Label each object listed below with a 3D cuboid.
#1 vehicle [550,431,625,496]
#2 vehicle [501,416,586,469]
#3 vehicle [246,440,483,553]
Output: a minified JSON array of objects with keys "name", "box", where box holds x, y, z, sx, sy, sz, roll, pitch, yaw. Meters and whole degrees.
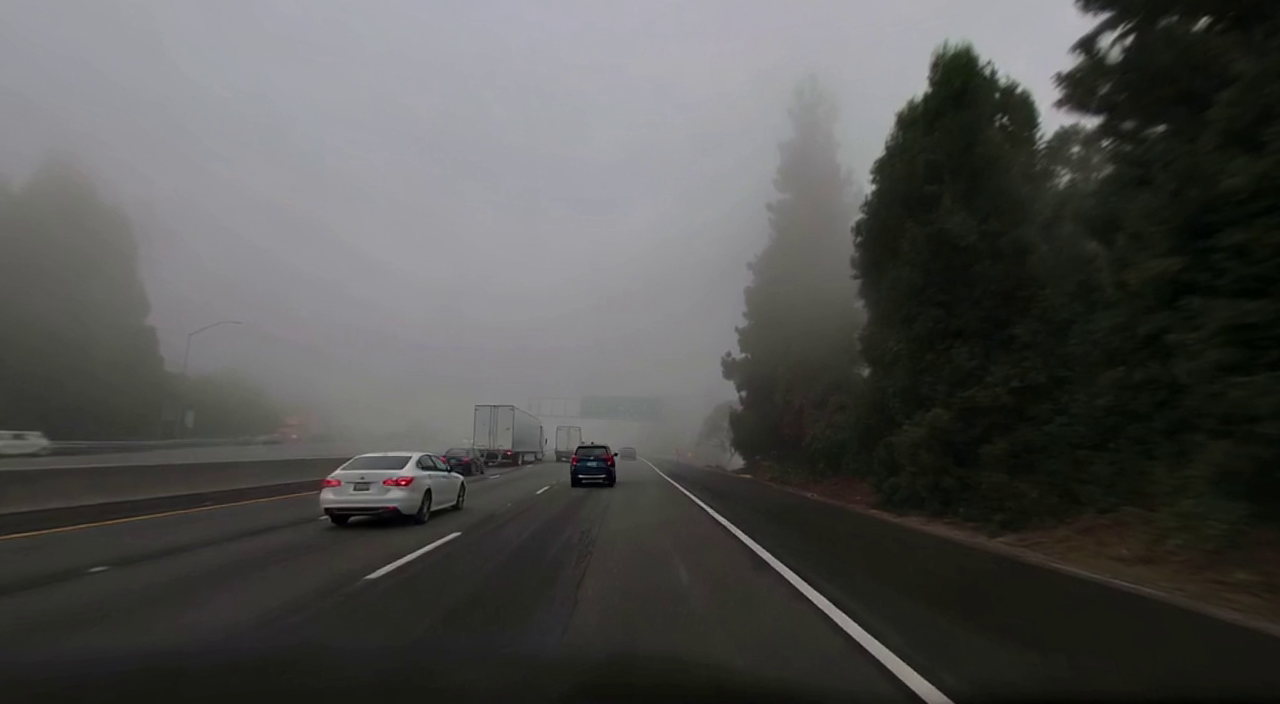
[{"name":"vehicle","box":[-1.577,3.539,20.523,2.093,1.785,5.303,0,-8,-2]},{"name":"vehicle","box":[-5.796,5.949,41.047,3.270,2.674,14.547,-2,-9,0]},{"name":"vehicle","box":[-4.167,2.224,10.591,1.932,1.445,4.625,0,-8,-1]}]
